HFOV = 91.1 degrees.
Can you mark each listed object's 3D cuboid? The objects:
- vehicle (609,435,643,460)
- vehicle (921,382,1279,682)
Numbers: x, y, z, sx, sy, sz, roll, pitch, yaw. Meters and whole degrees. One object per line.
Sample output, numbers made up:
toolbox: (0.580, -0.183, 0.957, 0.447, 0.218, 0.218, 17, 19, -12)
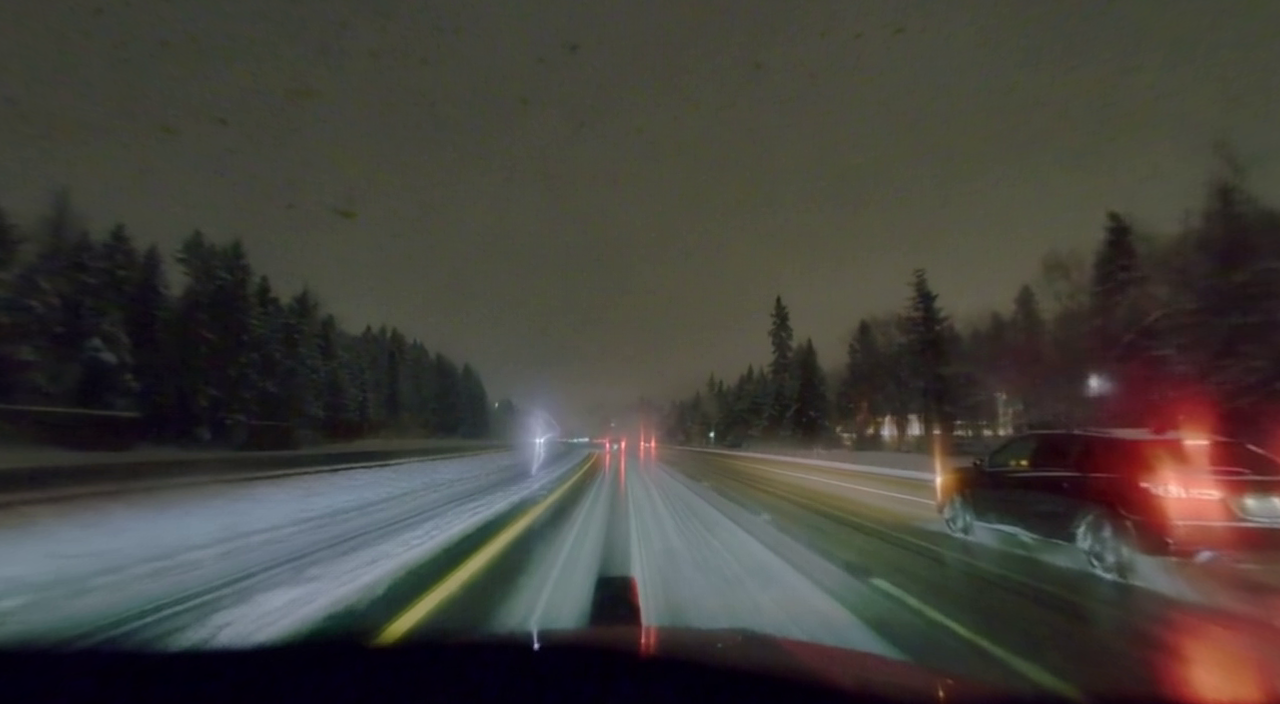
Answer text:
vehicle: (-0.921, 5.947, 39.343, 1.998, 1.512, 3.735, 0, -8, -3)
vehicle: (4.091, 1.166, 5.098, 1.852, 1.513, 3.652, 0, -8, -1)
